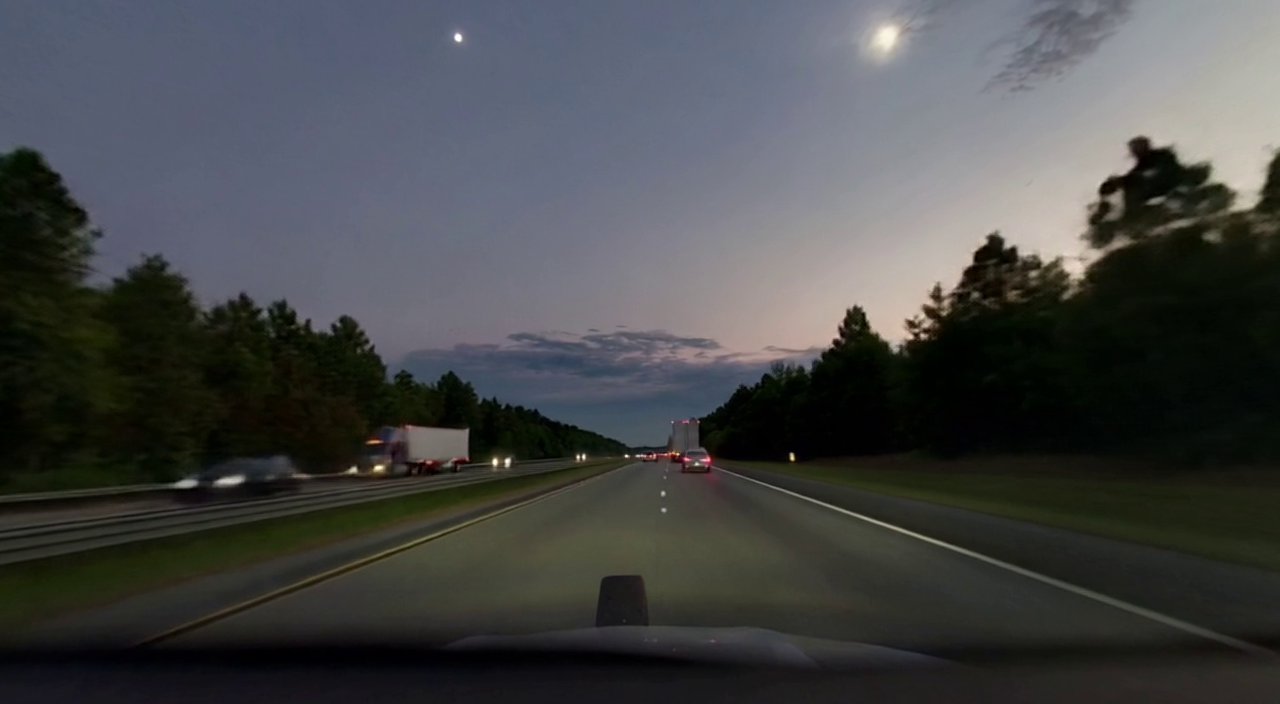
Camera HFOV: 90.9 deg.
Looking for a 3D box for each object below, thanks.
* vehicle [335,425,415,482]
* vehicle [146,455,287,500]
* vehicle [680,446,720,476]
[{"bbox_3d":[-19.285,7.436,46.368,3.014,3.887,5.930,0,-9,2],"label":"vehicle"},{"bbox_3d":[-16.144,4.770,24.339,2.397,1.546,4.216,0,-9,2],"label":"vehicle"},{"bbox_3d":[3.486,6.414,37.400,2.096,1.653,4.185,0,-9,2],"label":"vehicle"}]
